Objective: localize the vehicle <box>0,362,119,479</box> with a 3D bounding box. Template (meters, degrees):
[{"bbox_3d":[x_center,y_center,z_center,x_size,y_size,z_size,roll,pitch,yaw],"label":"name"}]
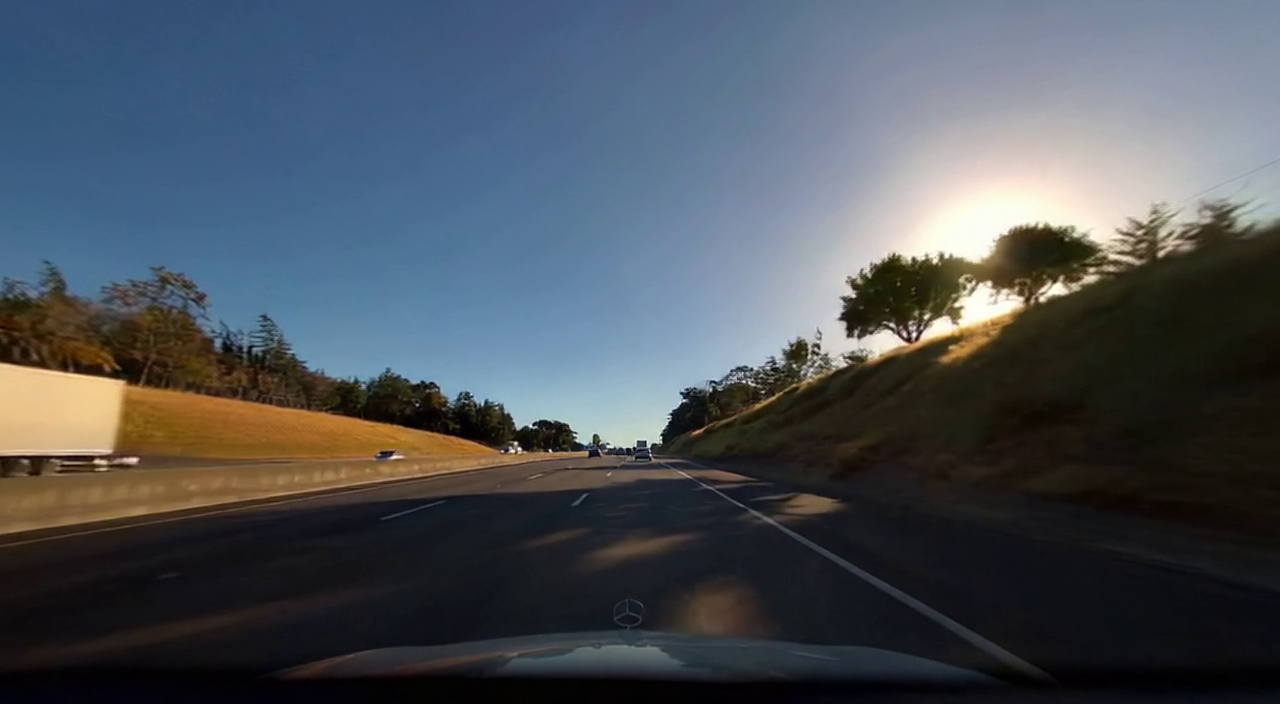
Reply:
[{"bbox_3d":[-23.304,1.942,18.964,2.904,3.928,14.552,0,-9,0],"label":"vehicle"}]
